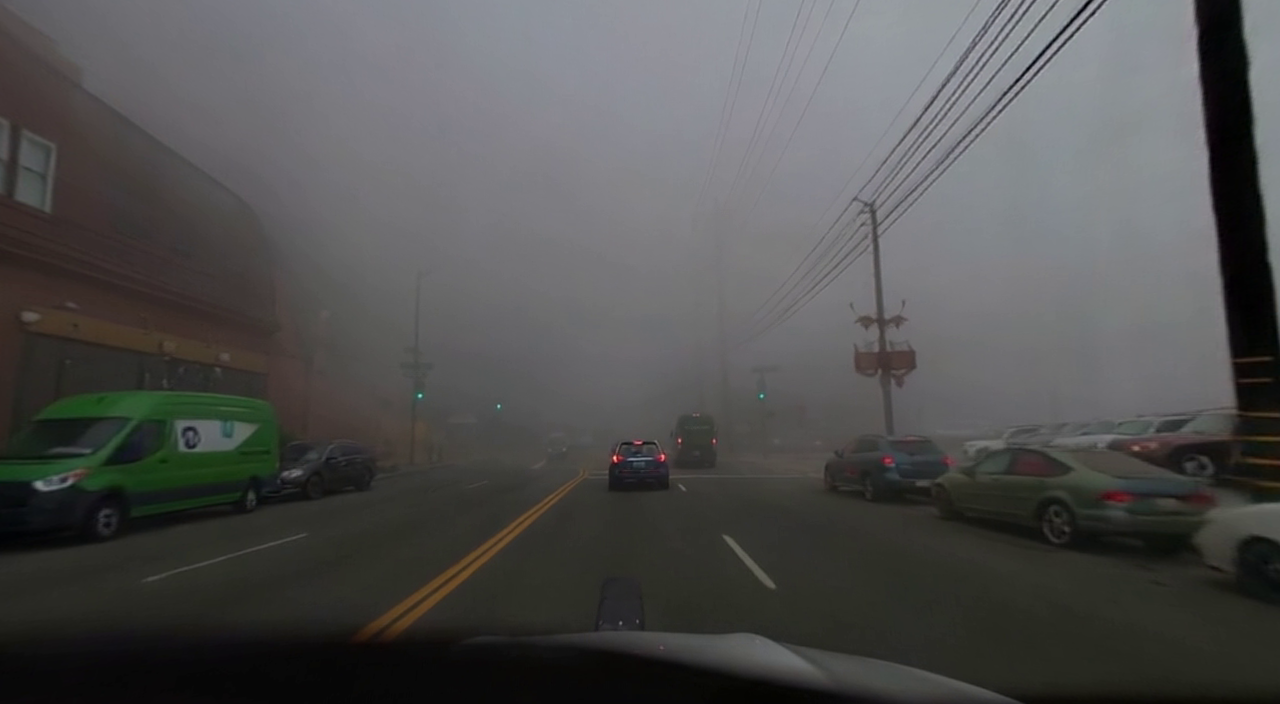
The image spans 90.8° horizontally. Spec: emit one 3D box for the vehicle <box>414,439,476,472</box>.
[{"bbox_3d":[-10.071,5.388,32.932,1.962,1.529,4.109,2,-9,-1],"label":"vehicle"}]

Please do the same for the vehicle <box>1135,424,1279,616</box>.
[{"bbox_3d":[5.961,1.173,4.045,2.012,1.470,4.394,0,-8,0],"label":"vehicle"}]

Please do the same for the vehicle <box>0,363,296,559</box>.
[{"bbox_3d":[-9.451,1.936,11.786,2.724,2.739,5.663,0,-8,1],"label":"vehicle"}]

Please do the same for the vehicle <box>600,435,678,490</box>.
[{"bbox_3d":[-0.088,3.315,19.302,2.112,1.464,4.411,0,-8,-2],"label":"vehicle"}]

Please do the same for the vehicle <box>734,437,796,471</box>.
[{"bbox_3d":[5.696,4.704,29.338,1.824,1.481,4.057,0,-8,-4],"label":"vehicle"}]

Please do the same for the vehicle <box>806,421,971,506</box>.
[{"bbox_3d":[5.938,2.734,15.942,2.079,1.788,4.974,0,-8,0],"label":"vehicle"}]

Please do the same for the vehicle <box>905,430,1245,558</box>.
[{"bbox_3d":[6.036,1.991,9.703,1.876,1.471,4.657,0,-8,0],"label":"vehicle"}]

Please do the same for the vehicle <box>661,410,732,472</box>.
[{"bbox_3d":[2.451,4.150,29.498,2.649,2.583,5.800,0,-8,-1],"label":"vehicle"}]

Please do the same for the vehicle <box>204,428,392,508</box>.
[{"bbox_3d":[-9.532,3.275,18.444,2.385,1.915,5.803,0,-8,-2],"label":"vehicle"}]
